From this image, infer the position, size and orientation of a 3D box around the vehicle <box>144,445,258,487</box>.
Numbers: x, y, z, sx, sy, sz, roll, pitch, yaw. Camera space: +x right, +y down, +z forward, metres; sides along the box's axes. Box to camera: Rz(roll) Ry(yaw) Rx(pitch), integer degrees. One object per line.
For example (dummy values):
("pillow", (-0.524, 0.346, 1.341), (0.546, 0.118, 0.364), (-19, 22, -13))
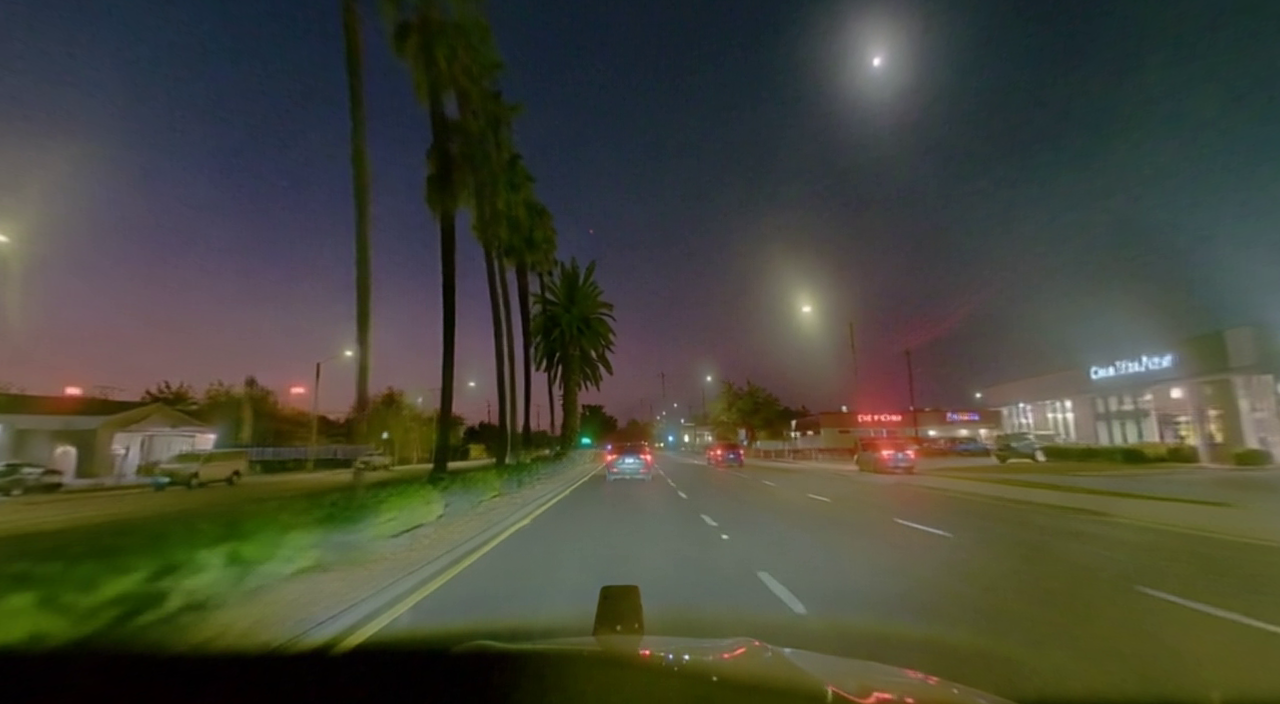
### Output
("vehicle", (-19.253, 4.991, 27.997), (2.021, 1.666, 4.247), (0, -9, -1))

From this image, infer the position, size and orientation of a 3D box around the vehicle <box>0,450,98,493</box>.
("vehicle", (-27.018, 5.249, 28.118), (1.934, 1.736, 4.341), (0, -9, -1))

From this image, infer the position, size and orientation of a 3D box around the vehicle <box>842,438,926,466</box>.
("vehicle", (15.340, 6.293, 39.810), (4.358, 1.732, 2.129), (1, -9, -3))

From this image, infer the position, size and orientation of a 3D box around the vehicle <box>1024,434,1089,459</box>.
("vehicle", (29.746, 6.786, 45.299), (1.890, 1.640, 4.064), (0, -9, 1))

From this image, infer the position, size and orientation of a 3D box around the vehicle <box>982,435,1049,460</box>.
("vehicle", (26.918, 6.885, 45.483), (2.045, 1.690, 4.761), (0, -9, 4))

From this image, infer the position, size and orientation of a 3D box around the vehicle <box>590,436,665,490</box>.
("vehicle", (-0.352, 3.454, 19.898), (2.106, 1.496, 3.964), (0, -9, 0))

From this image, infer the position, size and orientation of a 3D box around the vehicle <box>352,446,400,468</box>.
("vehicle", (-19.605, 7.799, 47.102), (1.862, 1.606, 4.071), (0, -9, -1))

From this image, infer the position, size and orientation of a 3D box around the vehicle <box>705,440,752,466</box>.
("vehicle", (5.664, 6.574, 41.219), (2.244, 1.618, 4.585), (0, -9, -2))
